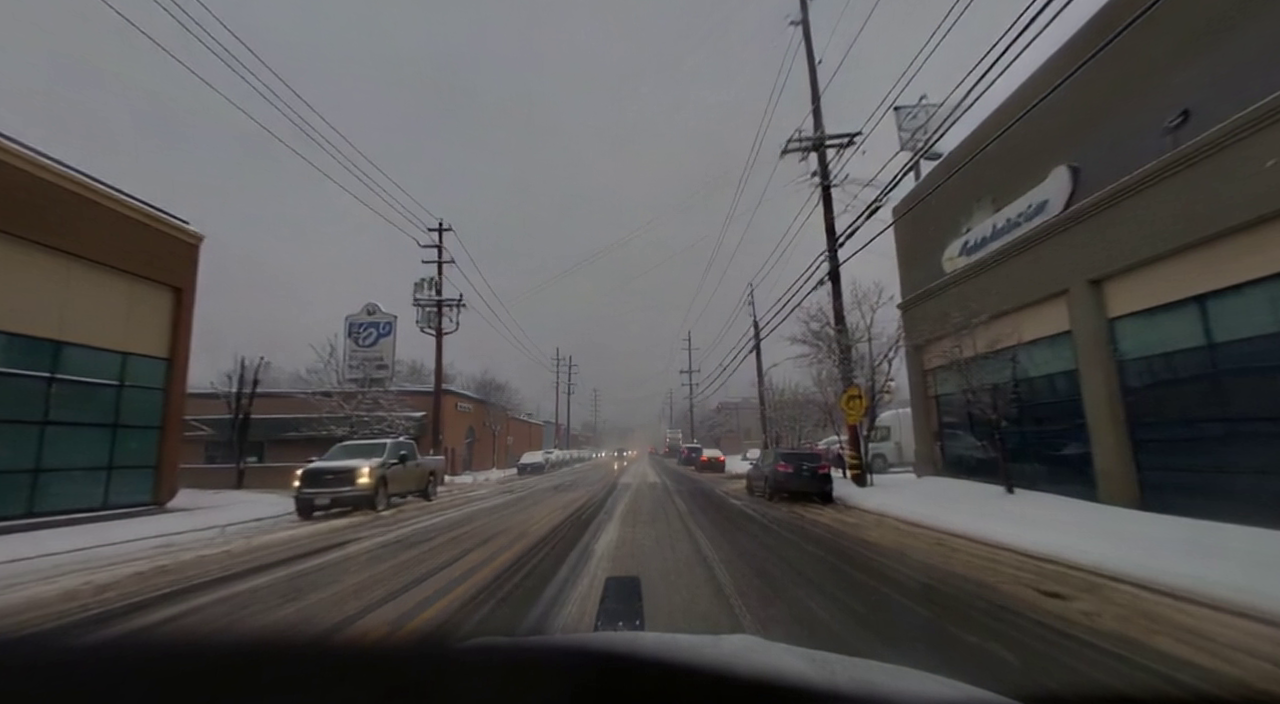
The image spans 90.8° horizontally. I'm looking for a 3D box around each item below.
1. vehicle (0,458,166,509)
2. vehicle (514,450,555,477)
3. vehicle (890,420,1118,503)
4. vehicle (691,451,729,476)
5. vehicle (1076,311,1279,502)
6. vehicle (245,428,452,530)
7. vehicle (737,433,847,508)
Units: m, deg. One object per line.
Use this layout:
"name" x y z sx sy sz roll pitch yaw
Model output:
"vehicle" -19.543 4.534 22.285 1.935 1.491 4.932 0 -9 -2
"vehicle" -7.524 8.009 45.517 2.194 1.775 4.482 0 -9 -1
"vehicle" 9.745 2.955 17.257 4.825 1.878 2.050 -3 -9 0
"vehicle" 4.501 7.212 41.066 1.919 1.453 4.425 0 -9 0
"vehicle" 15.838 1.271 13.943 10.102 3.776 2.913 0 -9 -1
"vehicle" -7.578 3.352 17.646 2.692 2.152 6.686 -2 -8 -1
"vehicle" 4.284 3.425 18.680 2.087 1.892 4.579 0 -9 0
